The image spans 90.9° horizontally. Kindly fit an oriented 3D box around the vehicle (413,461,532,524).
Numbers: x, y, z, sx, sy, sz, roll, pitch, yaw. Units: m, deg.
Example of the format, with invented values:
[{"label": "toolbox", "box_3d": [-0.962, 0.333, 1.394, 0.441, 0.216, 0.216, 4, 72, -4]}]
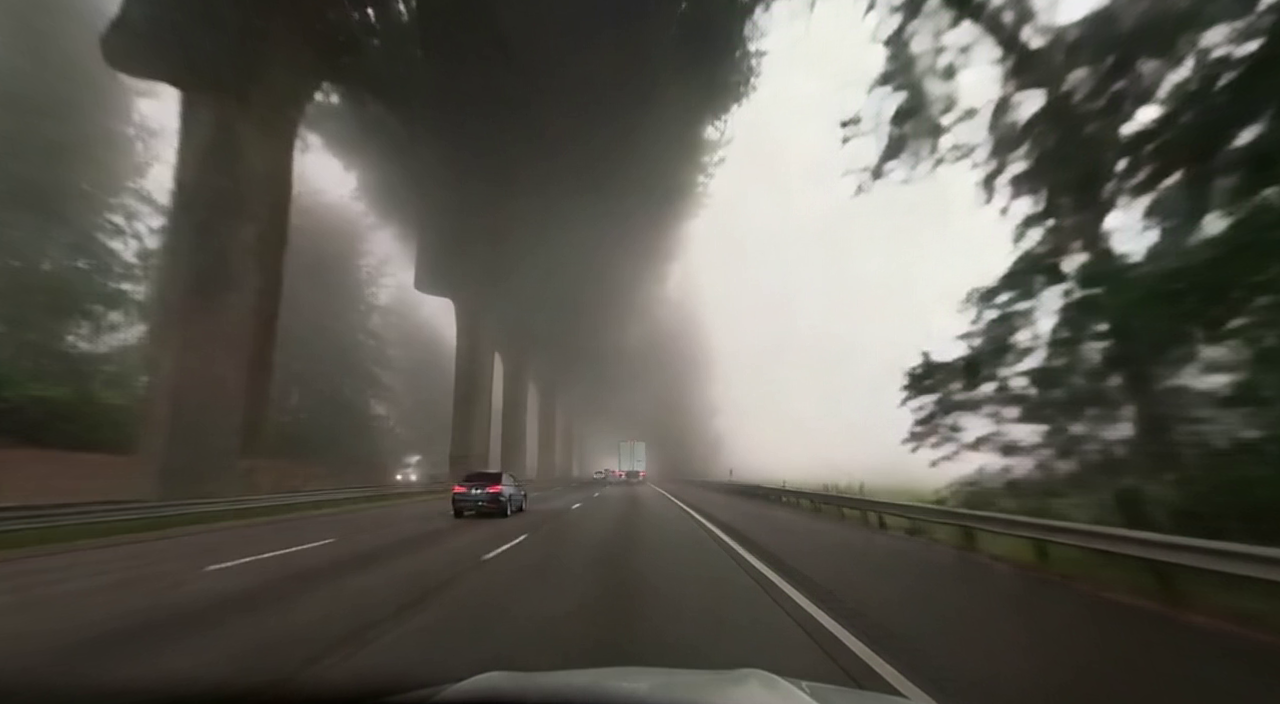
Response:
[{"label": "vehicle", "box_3d": [-4.420, 3.812, 17.530, 1.950, 1.460, 4.812, 1, -11, 0]}]
